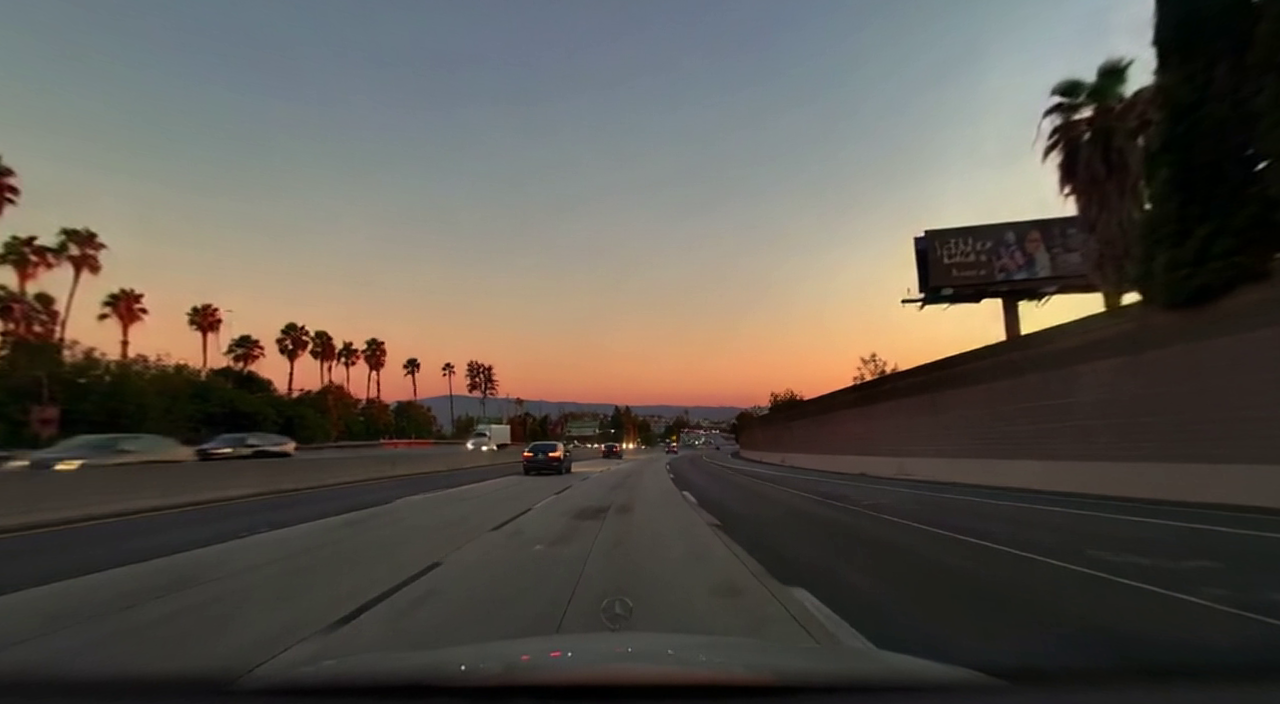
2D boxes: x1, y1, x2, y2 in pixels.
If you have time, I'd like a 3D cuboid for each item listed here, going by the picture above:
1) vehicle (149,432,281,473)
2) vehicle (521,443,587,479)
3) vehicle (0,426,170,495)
[{"bbox_3d":[-17.894,4.272,26.998,2.065,1.599,5.006,0,-9,1],"label":"vehicle"},{"bbox_3d":[-3.686,4.770,28.012,2.078,1.457,4.648,0,-9,2],"label":"vehicle"},{"bbox_3d":[-14.668,2.719,16.166,1.853,1.509,4.397,0,-9,1],"label":"vehicle"}]
